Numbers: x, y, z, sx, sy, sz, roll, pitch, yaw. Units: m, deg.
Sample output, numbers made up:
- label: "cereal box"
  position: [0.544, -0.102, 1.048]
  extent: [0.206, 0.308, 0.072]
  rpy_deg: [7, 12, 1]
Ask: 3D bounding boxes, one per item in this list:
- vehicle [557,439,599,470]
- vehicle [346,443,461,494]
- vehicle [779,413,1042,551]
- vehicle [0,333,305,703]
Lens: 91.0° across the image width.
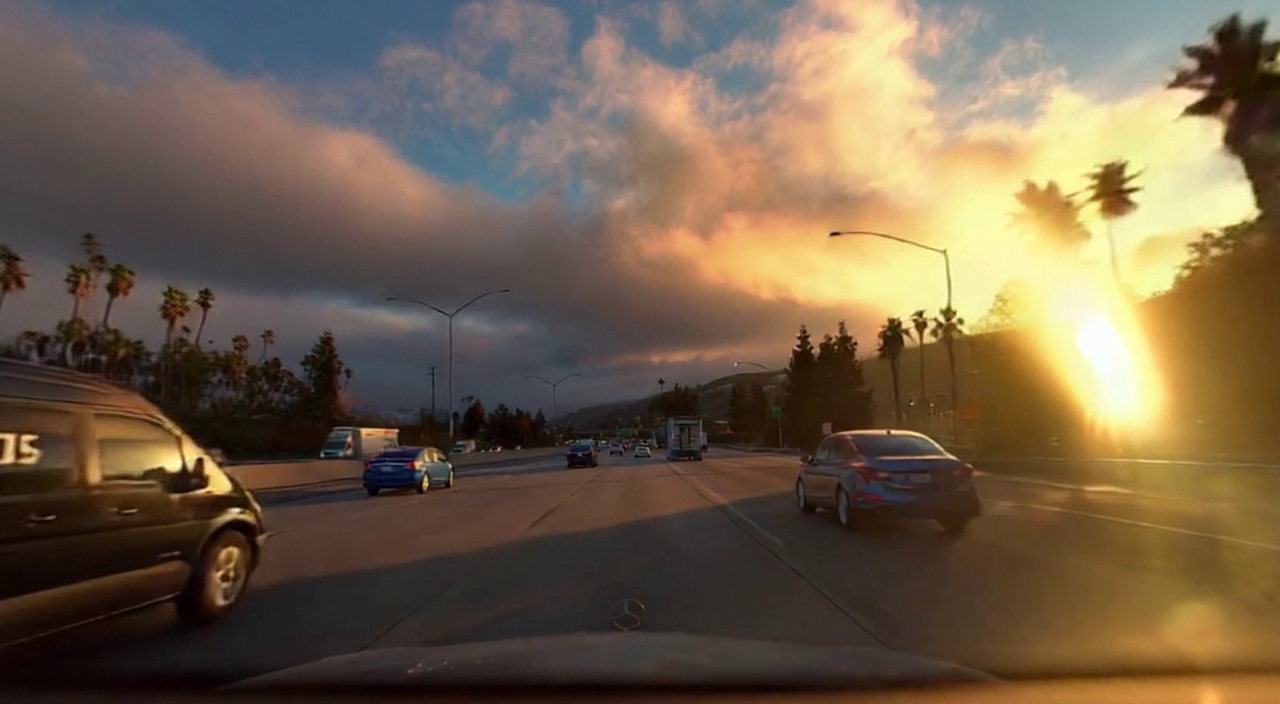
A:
- label: "vehicle"
  position: [-3.558, 5.961, 36.786]
  extent: [2.017, 1.683, 4.094]
  rpy_deg: [0, -9, 0]
- label: "vehicle"
  position: [-7.587, 3.765, 20.737]
  extent: [2.050, 1.487, 4.372]
  rpy_deg: [0, -9, 1]
- label: "vehicle"
  position: [3.800, 1.927, 9.981]
  extent: [2.124, 1.674, 4.494]
  rpy_deg: [0, -9, 0]
- label: "vehicle"
  position: [-4.082, 0.832, 2.809]
  extent: [2.215, 1.859, 5.375]
  rpy_deg: [0, -9, 0]
